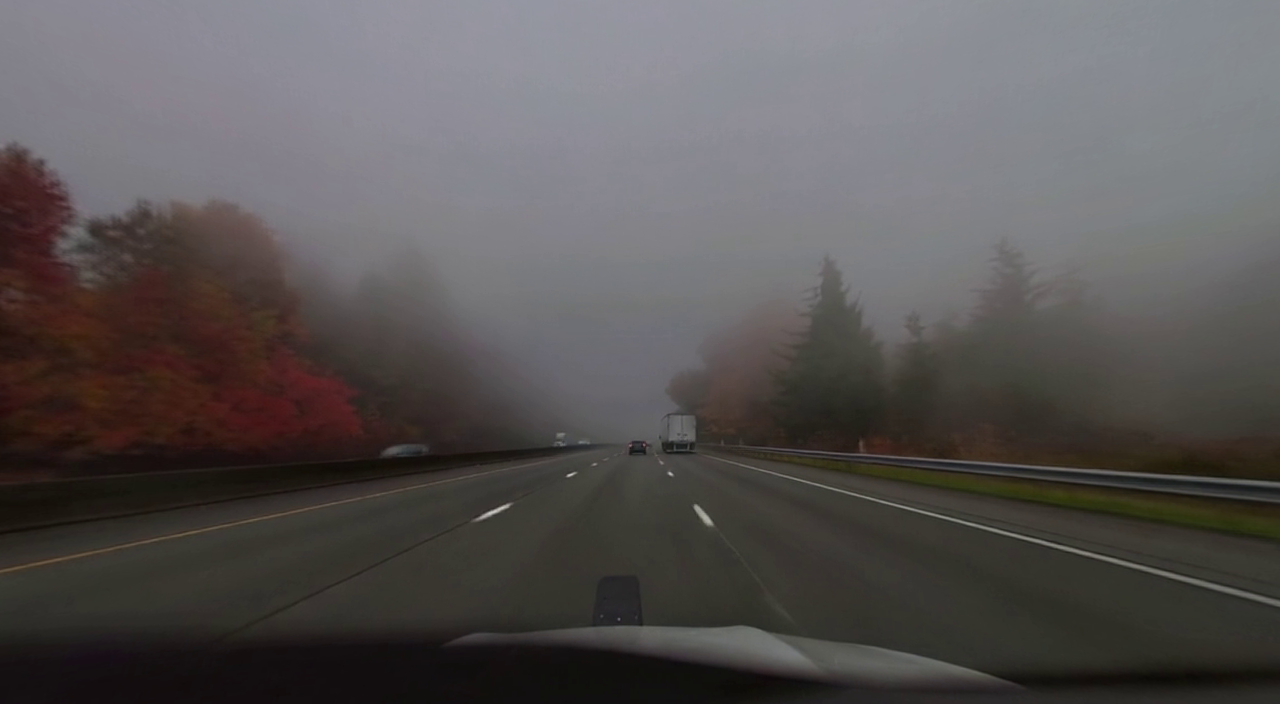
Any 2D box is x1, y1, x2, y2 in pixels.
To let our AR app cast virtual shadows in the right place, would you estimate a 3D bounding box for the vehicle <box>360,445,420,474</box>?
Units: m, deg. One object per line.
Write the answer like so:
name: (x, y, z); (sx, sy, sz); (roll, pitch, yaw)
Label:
vehicle: (-14.131, 6.081, 35.712); (1.750, 1.472, 3.889); (-1, -8, 0)
